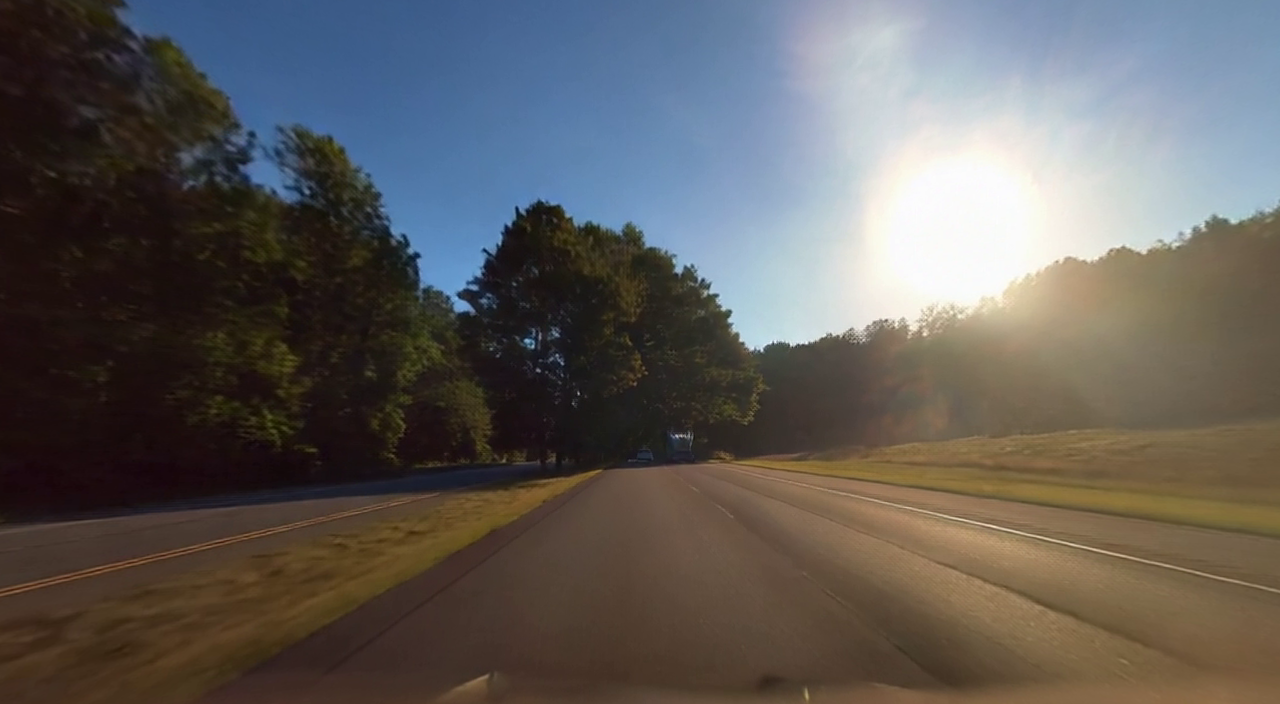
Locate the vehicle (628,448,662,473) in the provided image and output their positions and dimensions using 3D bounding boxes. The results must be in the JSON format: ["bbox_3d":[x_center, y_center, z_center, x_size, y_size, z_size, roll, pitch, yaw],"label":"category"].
[{"bbox_3d":[0.286,6.447,37.507,1.926,1.386,3.615,0,-9,0],"label":"vehicle"}]
